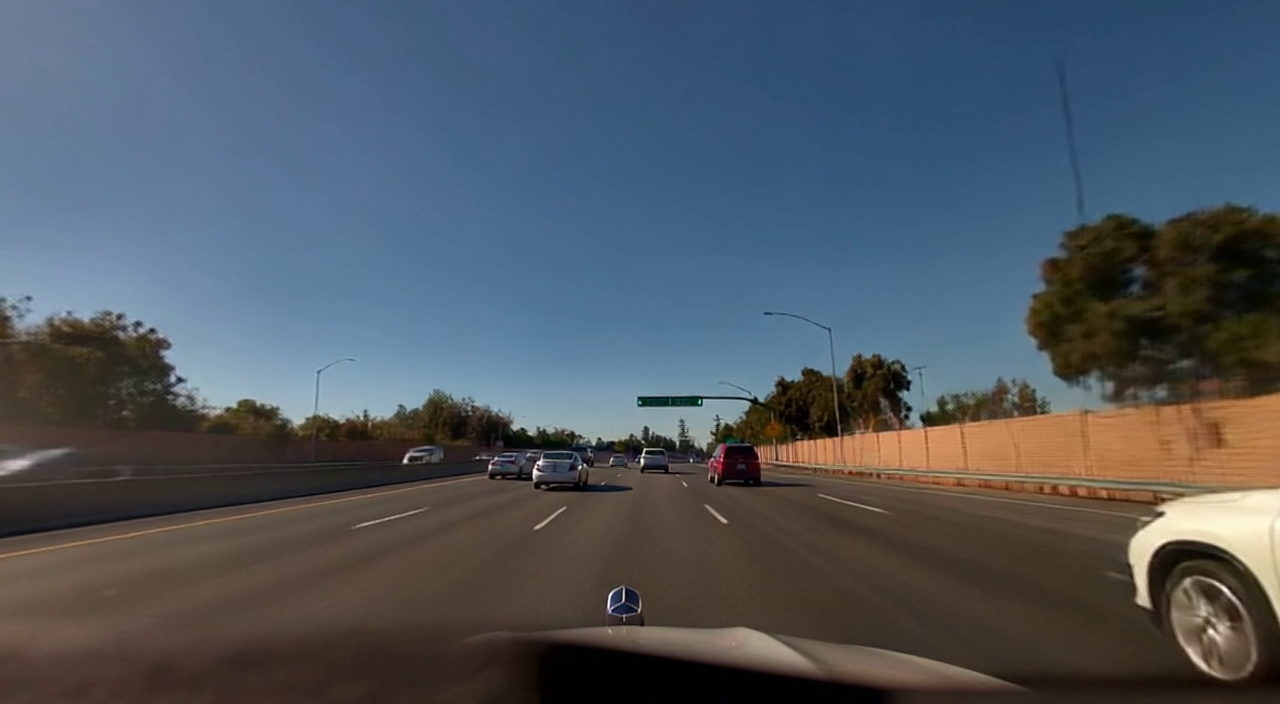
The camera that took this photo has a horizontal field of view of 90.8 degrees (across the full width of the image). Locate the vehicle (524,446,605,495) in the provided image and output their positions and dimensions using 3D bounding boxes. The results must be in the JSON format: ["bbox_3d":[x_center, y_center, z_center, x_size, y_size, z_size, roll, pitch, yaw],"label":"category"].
[{"bbox_3d":[-2.498,4.060,22.137,2.130,1.514,4.766,0,-8,2],"label":"vehicle"}]

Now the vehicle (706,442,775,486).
[{"bbox_3d":[4.227,4.798,27.353,2.320,1.735,4.408,0,-8,1],"label":"vehicle"}]

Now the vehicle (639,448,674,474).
[{"bbox_3d":[1.229,7.828,45.675,2.408,1.748,4.217,0,-8,3],"label":"vehicle"}]

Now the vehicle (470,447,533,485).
[{"bbox_3d":[-5.914,4.874,27.359,1.835,1.504,3.612,0,-9,1],"label":"vehicle"}]

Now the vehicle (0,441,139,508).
[{"bbox_3d":[-15.345,2.976,15.644,1.971,1.484,4.666,0,-9,1],"label":"vehicle"}]

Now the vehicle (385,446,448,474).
[{"bbox_3d":[-14.766,7.164,42.090,2.213,1.749,4.890,-1,-9,3],"label":"vehicle"}]

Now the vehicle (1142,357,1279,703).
[{"bbox_3d":[3.807,0.646,1.134,2.029,1.716,4.545,0,-9,0],"label":"vehicle"}]
